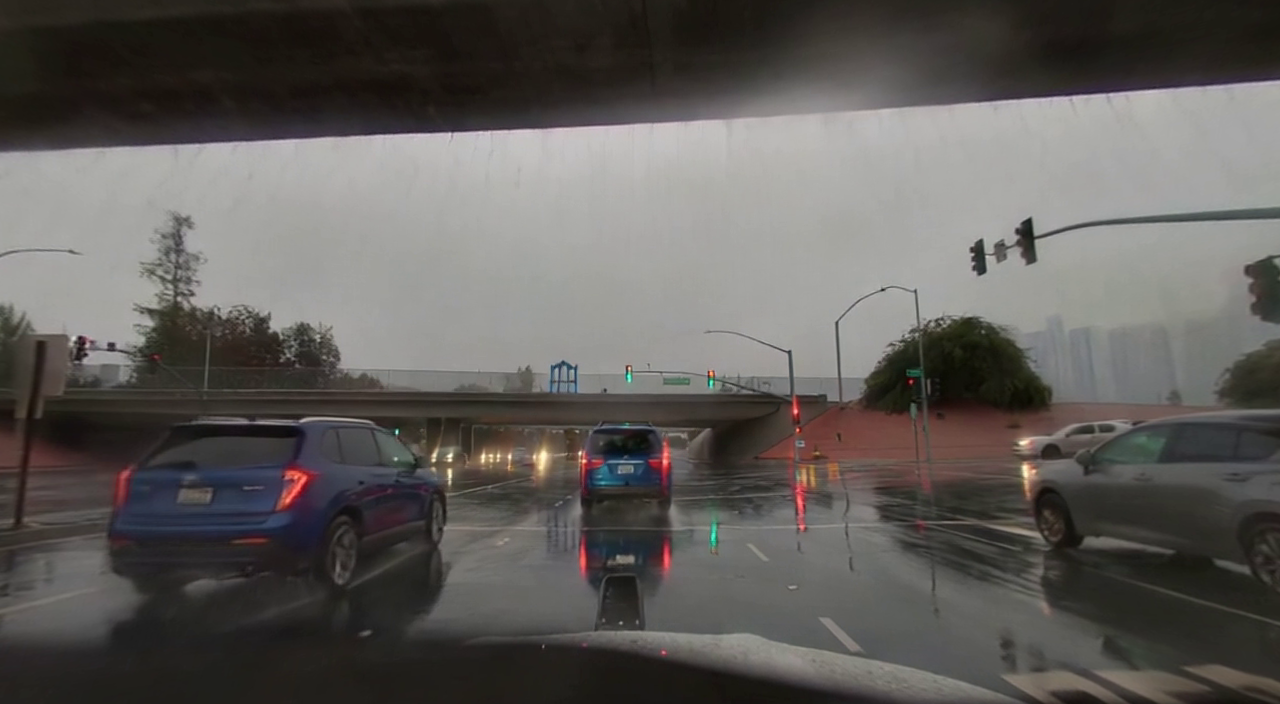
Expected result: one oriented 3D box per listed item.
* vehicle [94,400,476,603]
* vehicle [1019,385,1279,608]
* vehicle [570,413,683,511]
[{"bbox_3d":[-3.749,1.661,7.978,2.060,1.768,4.681,0,-8,0],"label":"vehicle"},{"bbox_3d":[6.218,1.351,6.370,2.074,1.785,4.320,0,-8,0],"label":"vehicle"},{"bbox_3d":[-0.349,2.623,15.498,2.342,2.026,4.642,0,-8,-2],"label":"vehicle"}]
